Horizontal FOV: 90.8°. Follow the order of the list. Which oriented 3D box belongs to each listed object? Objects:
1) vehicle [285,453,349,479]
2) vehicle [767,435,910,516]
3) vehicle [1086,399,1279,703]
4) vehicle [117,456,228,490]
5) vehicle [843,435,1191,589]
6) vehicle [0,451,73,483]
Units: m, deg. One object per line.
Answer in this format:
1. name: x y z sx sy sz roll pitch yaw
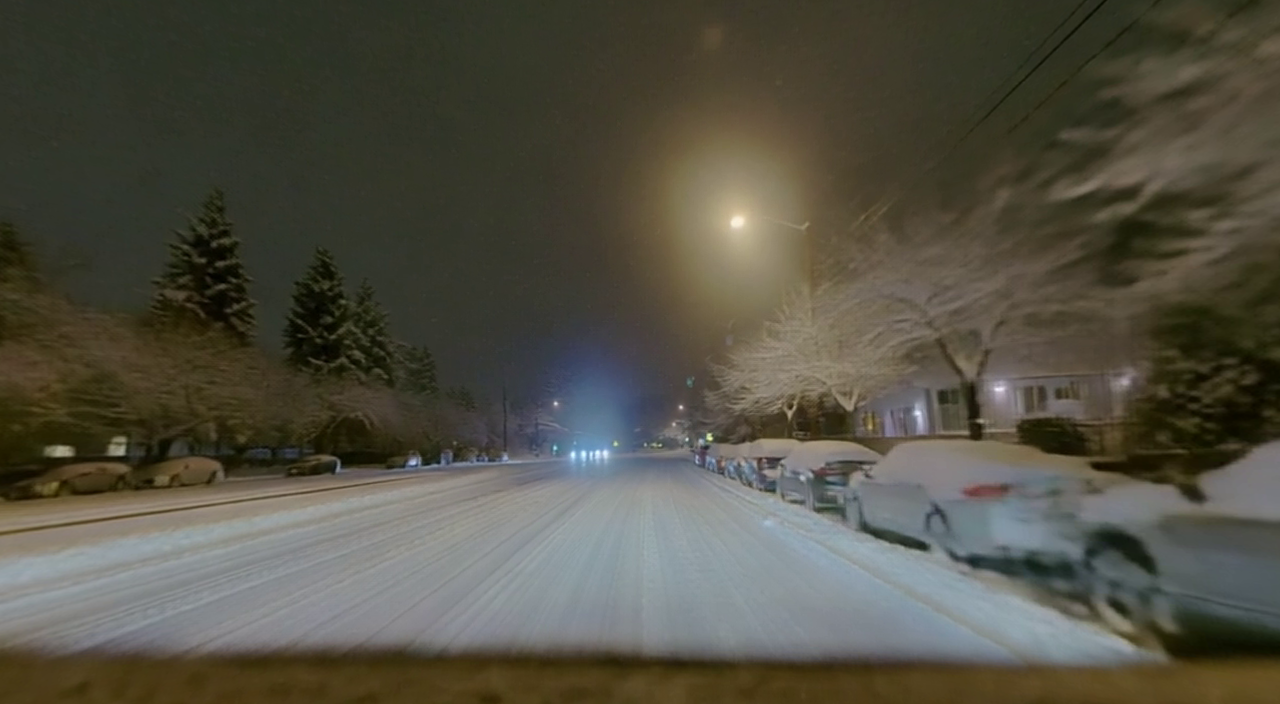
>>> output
1. vehicle: -22.913 8.070 45.016 1.950 1.466 4.728 -2 -7 2
2. vehicle: 4.339 2.756 14.645 1.794 1.560 4.429 0 -9 -1
3. vehicle: 4.230 0.922 2.515 1.876 1.578 4.323 -1 -9 3
4. vehicle: -23.379 6.060 31.861 1.915 1.492 4.565 -1 -9 4
5. vehicle: 4.346 1.871 8.332 1.788 1.452 4.424 0 -9 -1
6. vehicle: -33.682 6.161 34.064 4.374 1.649 1.943 -1 -9 2
